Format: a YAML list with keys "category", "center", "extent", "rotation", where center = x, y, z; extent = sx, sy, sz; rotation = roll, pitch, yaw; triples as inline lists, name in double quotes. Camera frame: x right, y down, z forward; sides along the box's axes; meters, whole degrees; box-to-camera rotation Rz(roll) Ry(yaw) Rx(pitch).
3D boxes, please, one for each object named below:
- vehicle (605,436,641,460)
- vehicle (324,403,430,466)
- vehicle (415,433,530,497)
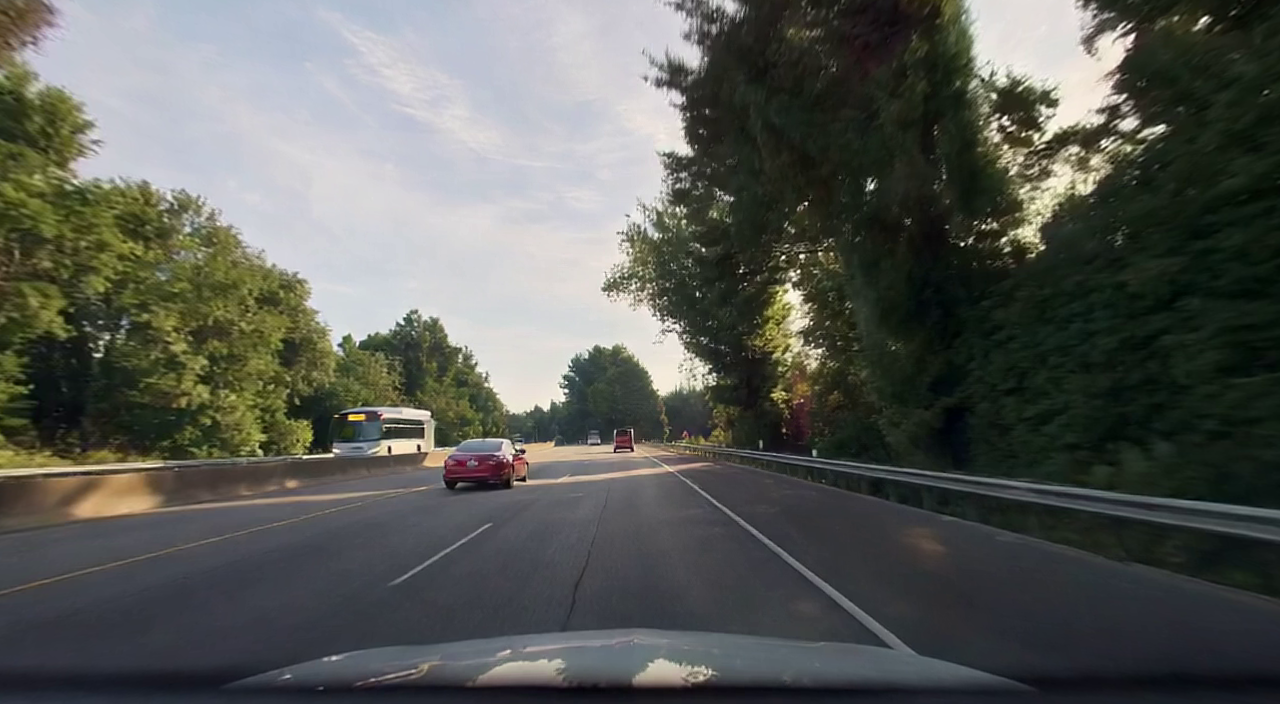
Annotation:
- category: "vehicle"
  center: [-1.068, 6.136, 40.448]
  extent: [2.162, 1.460, 4.242]
  rotation: [0, -8, -1]
- category: "vehicle"
  center: [-17.542, 5.648, 43.100]
  extent: [3.018, 3.781, 10.320]
  rotation: [0, -8, -2]
- category: "vehicle"
  center: [-4.192, 2.874, 16.514]
  extent: [1.907, 1.445, 4.049]
  rotation: [0, -8, 0]
